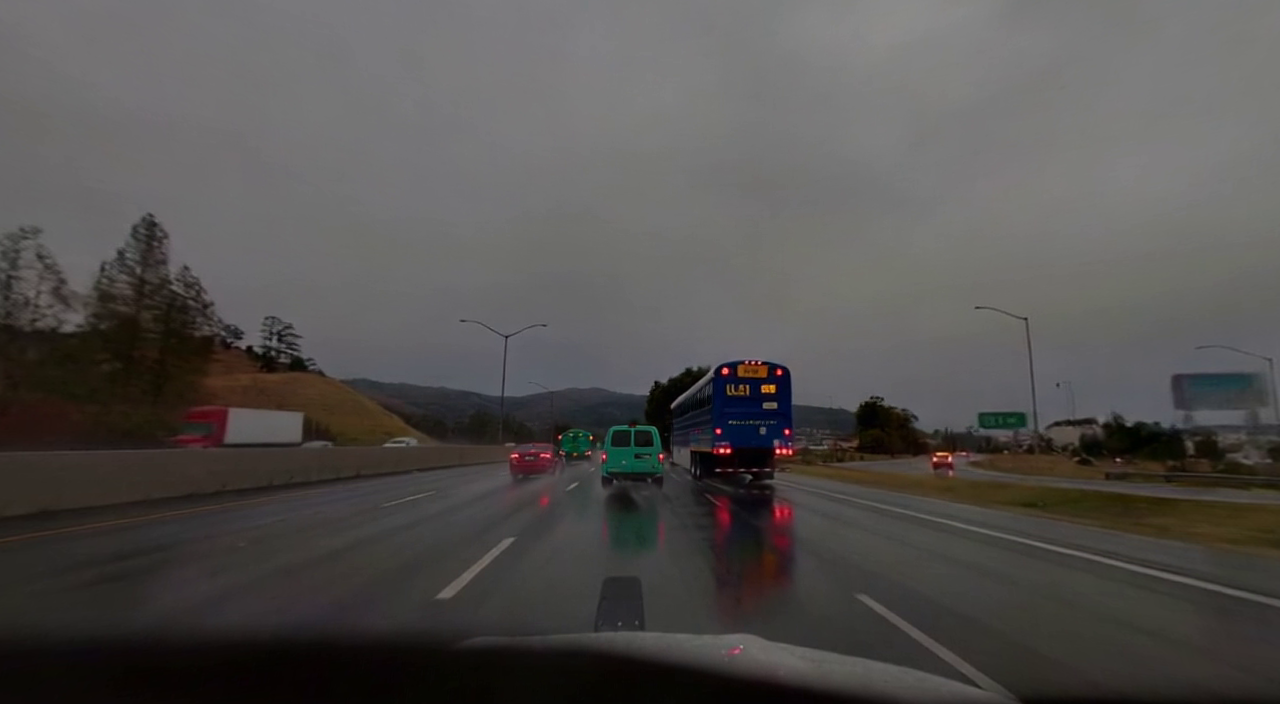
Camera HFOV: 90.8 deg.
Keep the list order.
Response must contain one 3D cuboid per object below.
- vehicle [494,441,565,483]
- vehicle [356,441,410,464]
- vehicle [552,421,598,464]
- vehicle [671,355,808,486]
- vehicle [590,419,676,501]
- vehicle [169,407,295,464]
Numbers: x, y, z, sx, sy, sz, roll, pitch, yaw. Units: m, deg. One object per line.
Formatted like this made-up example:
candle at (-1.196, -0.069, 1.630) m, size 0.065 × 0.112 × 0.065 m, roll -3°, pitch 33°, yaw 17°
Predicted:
vehicle at (-4.184, 4.231, 24.565) m, size 2.039 × 1.453 × 4.197 m, roll 0°, pitch -8°, yaw -1°
vehicle at (-18.146, 7.113, 44.820) m, size 2.037 × 1.505 × 4.575 m, roll 0°, pitch -8°, yaw -2°
vehicle at (-4.881, 6.958, 48.565) m, size 2.947 × 3.009 × 7.991 m, roll 0°, pitch -8°, yaw -2°
vehicle at (3.451, 3.096, 26.517) m, size 3.006 × 4.101 × 13.245 m, roll 0°, pitch -8°, yaw -3°
vehicle at (-0.264, 2.898, 17.267) m, size 2.037 × 1.929 × 4.343 m, roll 0°, pitch -8°, yaw -3°
vehicle at (-29.938, 6.287, 47.124) m, size 2.923 × 3.797 × 10.108 m, roll 0°, pitch -8°, yaw -2°
